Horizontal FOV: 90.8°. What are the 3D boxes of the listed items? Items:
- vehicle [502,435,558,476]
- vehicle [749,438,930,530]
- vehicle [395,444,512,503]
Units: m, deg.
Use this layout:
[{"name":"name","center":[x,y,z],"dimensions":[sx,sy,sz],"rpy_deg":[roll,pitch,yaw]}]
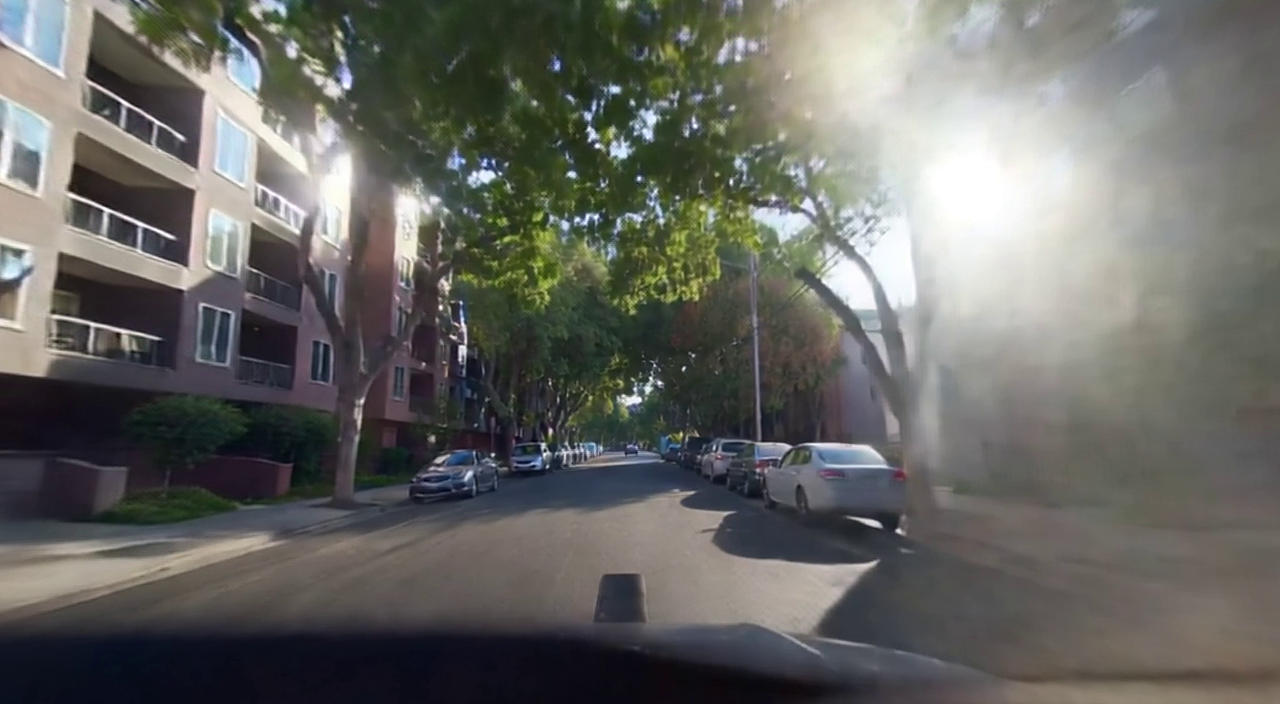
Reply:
[{"name":"vehicle","center":[-5.476,5.215,32.067],"dimensions":[2.069,1.881,4.697],"rpy_deg":[0,-8,-1]},{"name":"vehicle","center":[3.644,2.479,12.627],"dimensions":[1.881,1.460,4.737],"rpy_deg":[1,-8,-3]},{"name":"vehicle","center":[-5.319,3.489,18.734],"dimensions":[2.080,1.458,4.511],"rpy_deg":[-2,-8,0]}]
